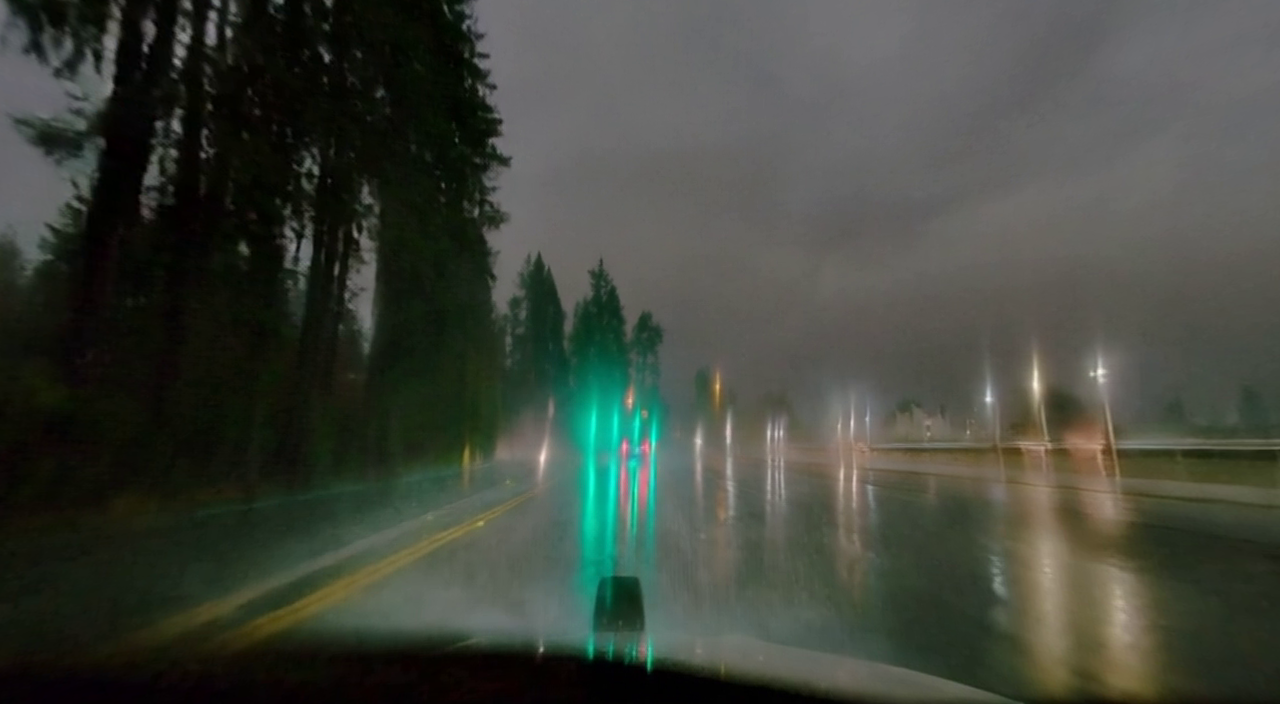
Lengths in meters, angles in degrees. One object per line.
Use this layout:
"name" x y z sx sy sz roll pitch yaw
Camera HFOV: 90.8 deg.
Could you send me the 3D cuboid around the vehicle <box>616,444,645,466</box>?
"vehicle" -0.738 7.624 46.946 2.042 1.489 3.963 0 -9 -1
